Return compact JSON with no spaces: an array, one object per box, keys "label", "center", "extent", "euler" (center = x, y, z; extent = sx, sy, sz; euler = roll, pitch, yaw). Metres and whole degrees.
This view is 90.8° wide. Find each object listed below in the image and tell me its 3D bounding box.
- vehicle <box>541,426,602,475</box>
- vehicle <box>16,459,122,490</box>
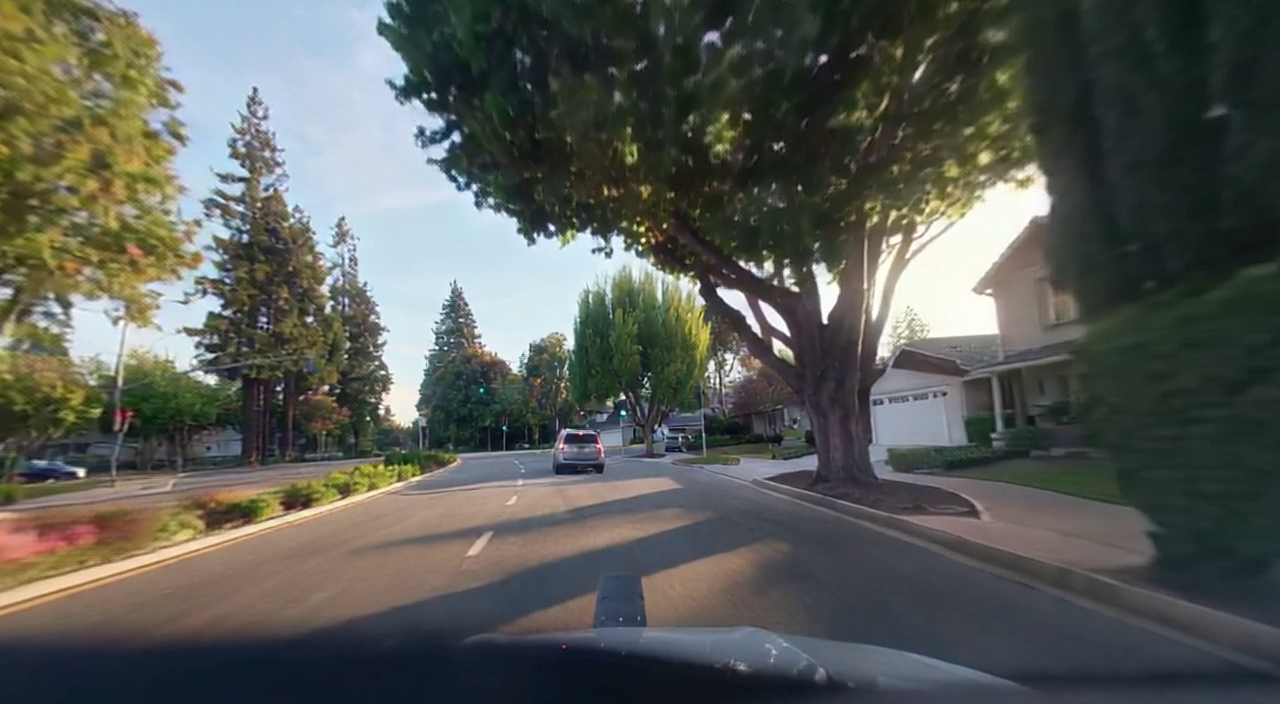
[{"label":"vehicle","center":[-2.735,3.807,24.533],"extent":[1.990,1.707,4.225],"euler":[1,-8,-11]},{"label":"vehicle","center":[-34.561,7.405,38.377],"extent":[4.271,1.640,2.033],"euler":[3,-9,-27]}]
